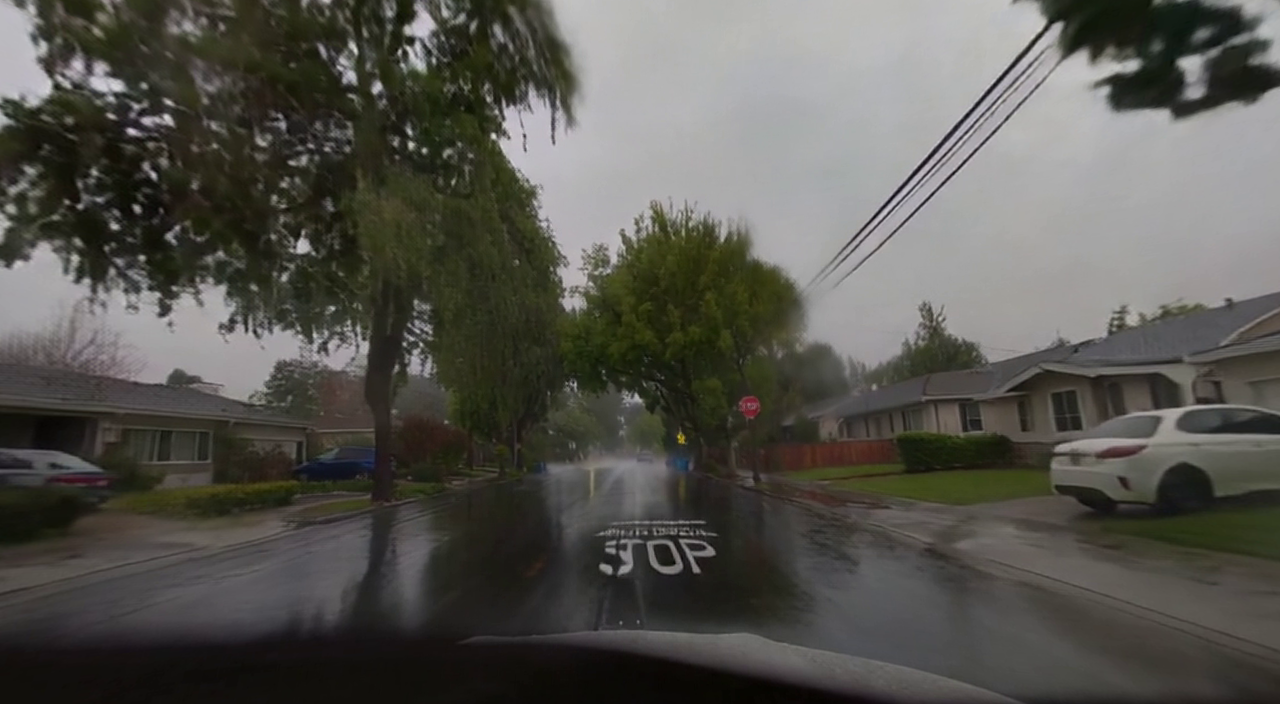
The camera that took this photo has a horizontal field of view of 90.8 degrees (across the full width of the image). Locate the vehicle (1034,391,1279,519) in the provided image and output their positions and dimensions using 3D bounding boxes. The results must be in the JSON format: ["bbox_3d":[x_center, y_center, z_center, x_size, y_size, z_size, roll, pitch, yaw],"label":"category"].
[{"bbox_3d":[9.854,1.689,10.539,5.234,1.868,2.014,1,-9,-4],"label":"vehicle"}]

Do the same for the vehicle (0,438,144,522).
[{"bbox_3d":[-14.663,2.939,14.875,4.493,1.776,1.997,-1,-9,9],"label":"vehicle"}]

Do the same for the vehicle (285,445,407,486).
[{"bbox_3d":[-14.146,5.472,30.662,4.809,1.865,2.093,0,-9,-2],"label":"vehicle"}]
